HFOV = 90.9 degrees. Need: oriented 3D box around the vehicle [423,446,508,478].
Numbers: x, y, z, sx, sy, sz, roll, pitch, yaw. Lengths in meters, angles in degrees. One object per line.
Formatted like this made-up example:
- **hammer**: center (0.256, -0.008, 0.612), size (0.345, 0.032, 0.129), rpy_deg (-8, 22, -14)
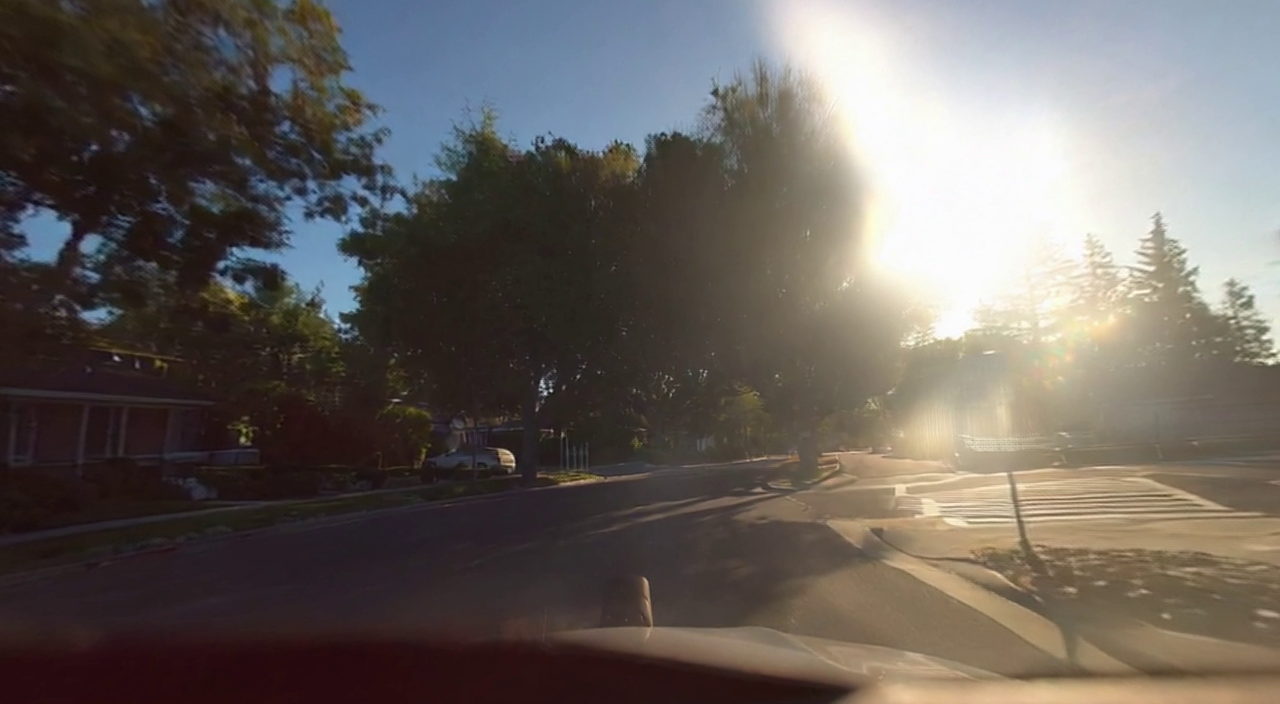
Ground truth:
- **vehicle**: center (-9.405, 5.964, 34.287), size (4.252, 1.681, 1.854), rpy_deg (2, -9, -10)
